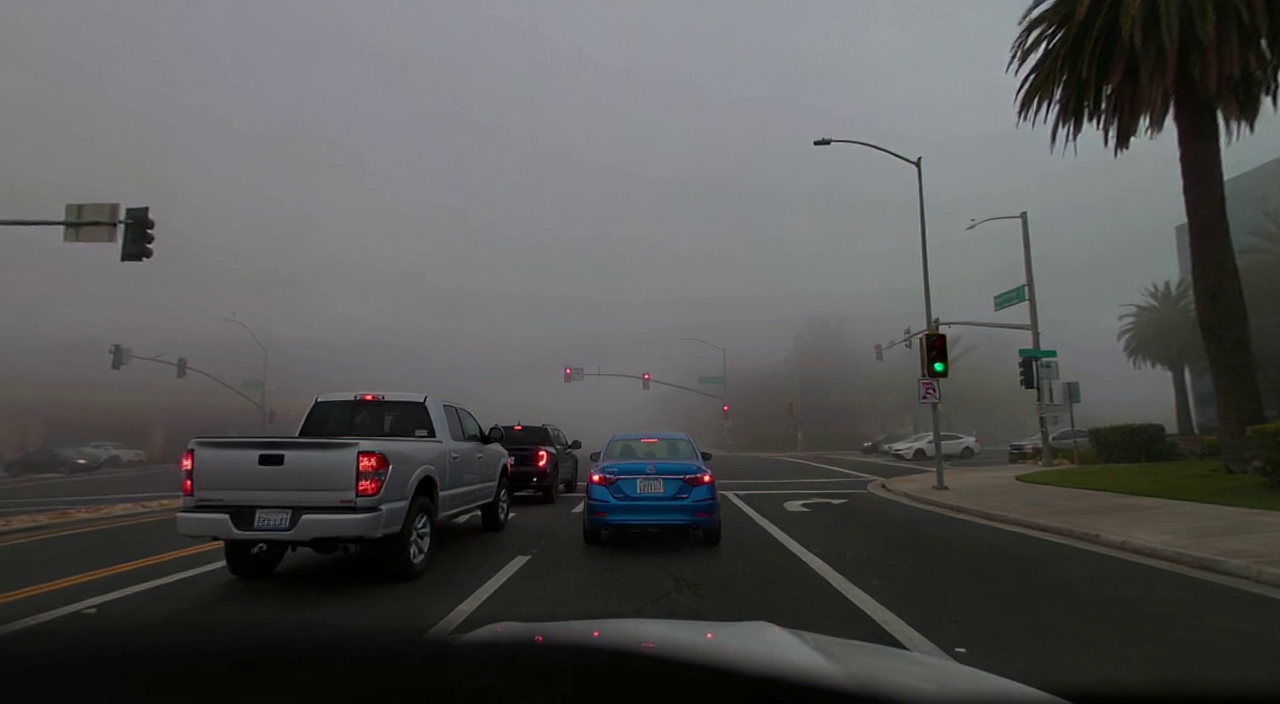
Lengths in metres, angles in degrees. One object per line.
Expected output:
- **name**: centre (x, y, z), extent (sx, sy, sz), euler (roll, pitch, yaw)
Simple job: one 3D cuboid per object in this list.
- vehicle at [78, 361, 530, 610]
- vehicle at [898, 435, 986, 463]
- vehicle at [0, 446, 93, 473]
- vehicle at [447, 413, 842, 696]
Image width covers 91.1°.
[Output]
- **vehicle**: centre (-3.209, 1.471, 7.914), extent (2.330, 1.969, 5.626), euler (-1, -8, 3)
- **vehicle**: centre (18.847, 6.079, 39.305), extent (4.466, 1.717, 1.963), euler (0, -8, 2)
- **vehicle**: centre (-37.079, 6.632, 38.878), extent (4.576, 1.617, 1.937), euler (0, -8, 2)
- **vehicle**: centre (0.053, 1.399, 5.528), extent (2.122, 1.501, 4.152), euler (0, -8, 1)
